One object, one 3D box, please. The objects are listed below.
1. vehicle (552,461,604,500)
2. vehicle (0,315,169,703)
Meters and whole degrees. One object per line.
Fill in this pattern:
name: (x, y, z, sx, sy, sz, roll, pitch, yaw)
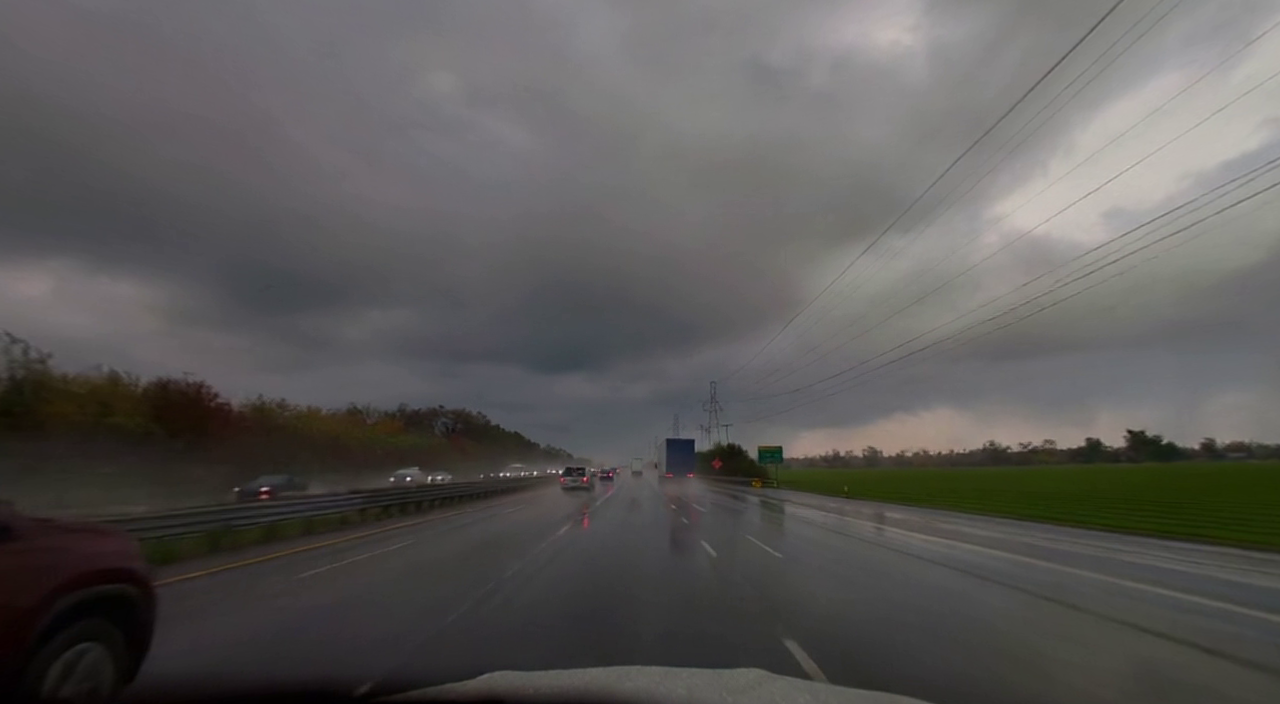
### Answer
vehicle: (-2.936, 6.241, 30.835, 2.065, 1.722, 4.441, 1, -11, 0)
vehicle: (-3.612, 0.490, 0.897, 2.146, 1.862, 4.703, 1, -11, 0)
